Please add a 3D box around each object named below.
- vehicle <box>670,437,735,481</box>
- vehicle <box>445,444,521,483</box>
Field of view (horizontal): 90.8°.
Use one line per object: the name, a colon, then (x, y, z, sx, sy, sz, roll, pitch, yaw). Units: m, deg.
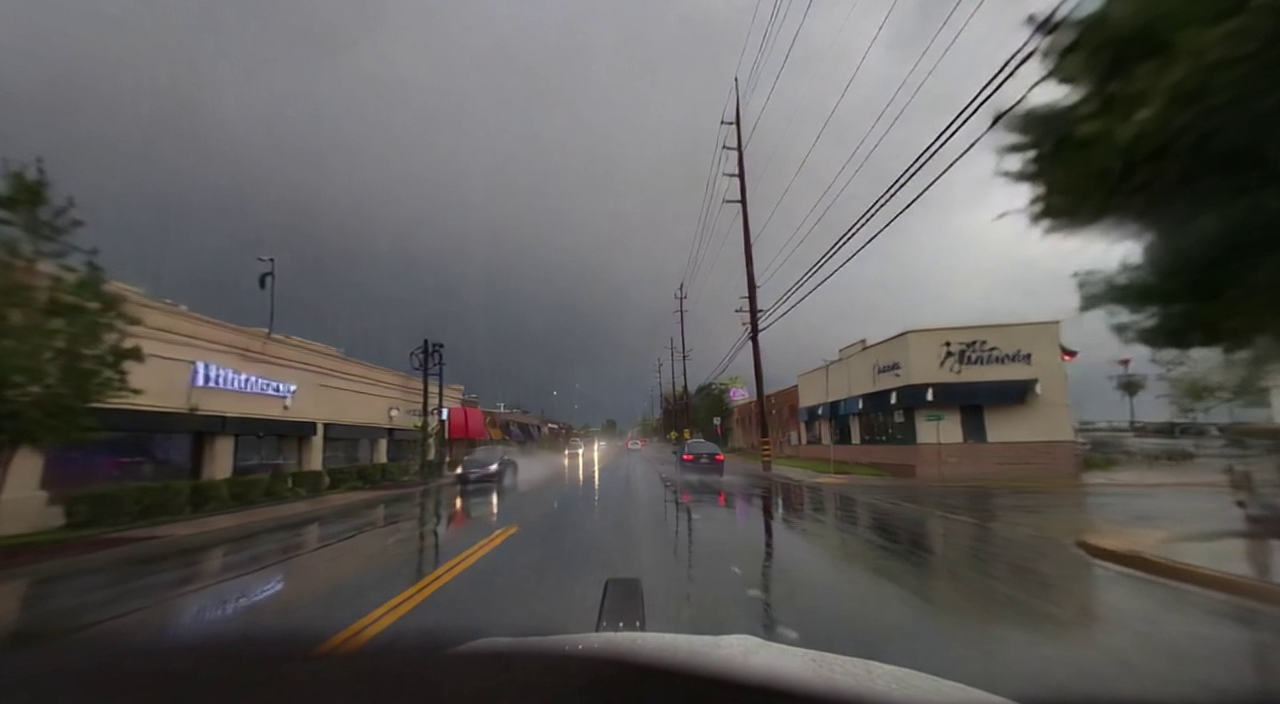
vehicle: (2.255, 3.988, 23.775, 1.975, 1.497, 3.647, 0, -8, -2)
vehicle: (-6.403, 4.590, 26.333, 2.069, 1.490, 4.254, 0, -8, 0)
